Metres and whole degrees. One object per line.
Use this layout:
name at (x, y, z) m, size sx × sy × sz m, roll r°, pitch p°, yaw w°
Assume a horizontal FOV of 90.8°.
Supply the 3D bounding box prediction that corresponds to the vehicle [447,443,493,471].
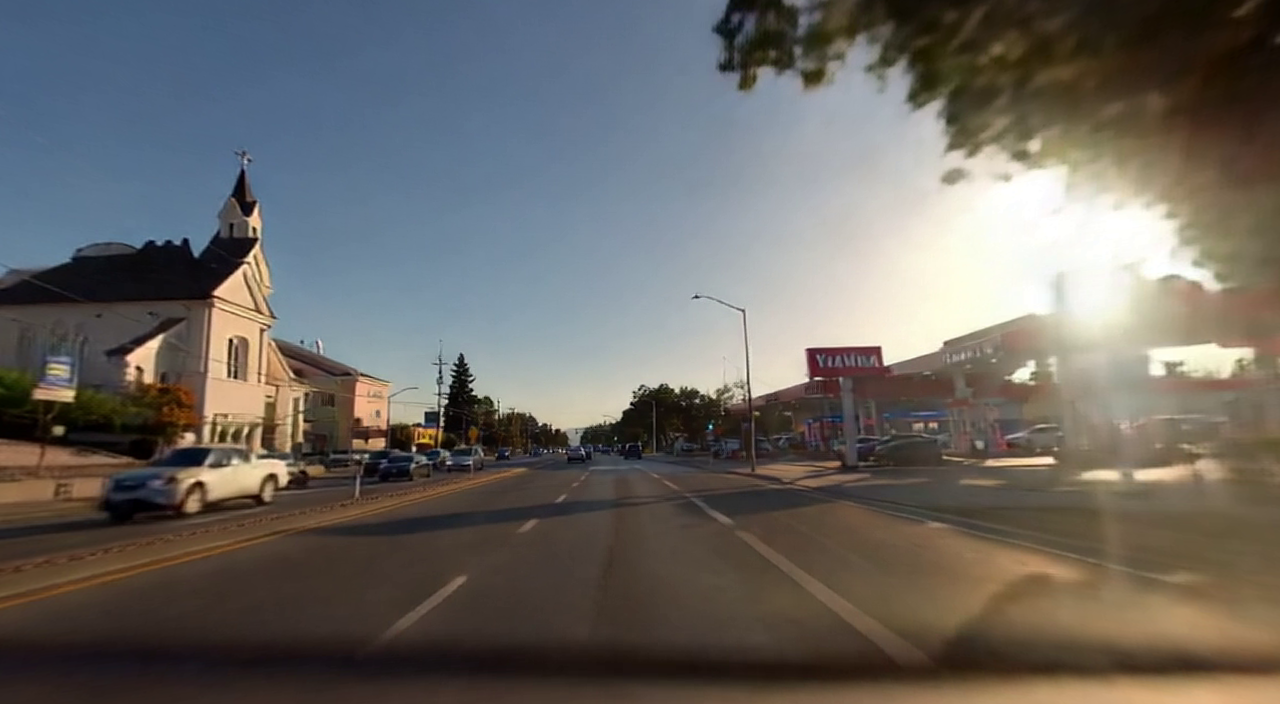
vehicle at (-12.581, 7.777, 47.095) m, size 2.229 × 1.957 × 5.057 m, roll 0°, pitch -9°, yaw -3°

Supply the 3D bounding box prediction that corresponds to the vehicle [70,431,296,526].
vehicle at (-11.246, 3.111, 16.195) m, size 2.206 × 1.922 × 4.968 m, roll -3°, pitch -8°, yaw -2°

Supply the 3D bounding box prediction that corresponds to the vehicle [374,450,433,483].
vehicle at (-11.756, 5.674, 31.624) m, size 1.771 × 1.508 × 3.453 m, roll 0°, pitch -9°, yaw -3°
